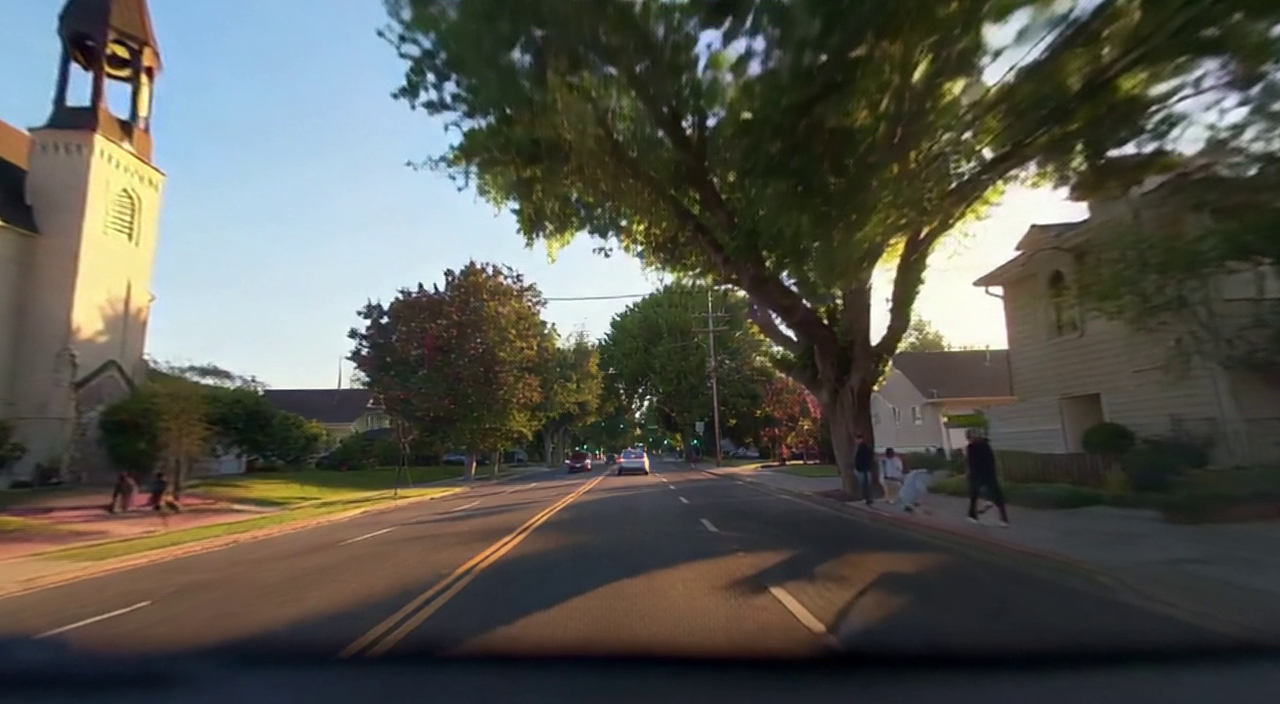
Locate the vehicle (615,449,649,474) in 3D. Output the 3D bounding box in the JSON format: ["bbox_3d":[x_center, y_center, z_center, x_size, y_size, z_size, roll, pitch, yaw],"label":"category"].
[{"bbox_3d":[-0.518,6.929,40.105,2.093,1.497,4.010,0,-9,-1],"label":"vehicle"}]

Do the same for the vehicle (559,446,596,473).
[{"bbox_3d":[-4.688,8.158,47.828,2.212,1.906,4.958,-1,-9,2],"label":"vehicle"}]
